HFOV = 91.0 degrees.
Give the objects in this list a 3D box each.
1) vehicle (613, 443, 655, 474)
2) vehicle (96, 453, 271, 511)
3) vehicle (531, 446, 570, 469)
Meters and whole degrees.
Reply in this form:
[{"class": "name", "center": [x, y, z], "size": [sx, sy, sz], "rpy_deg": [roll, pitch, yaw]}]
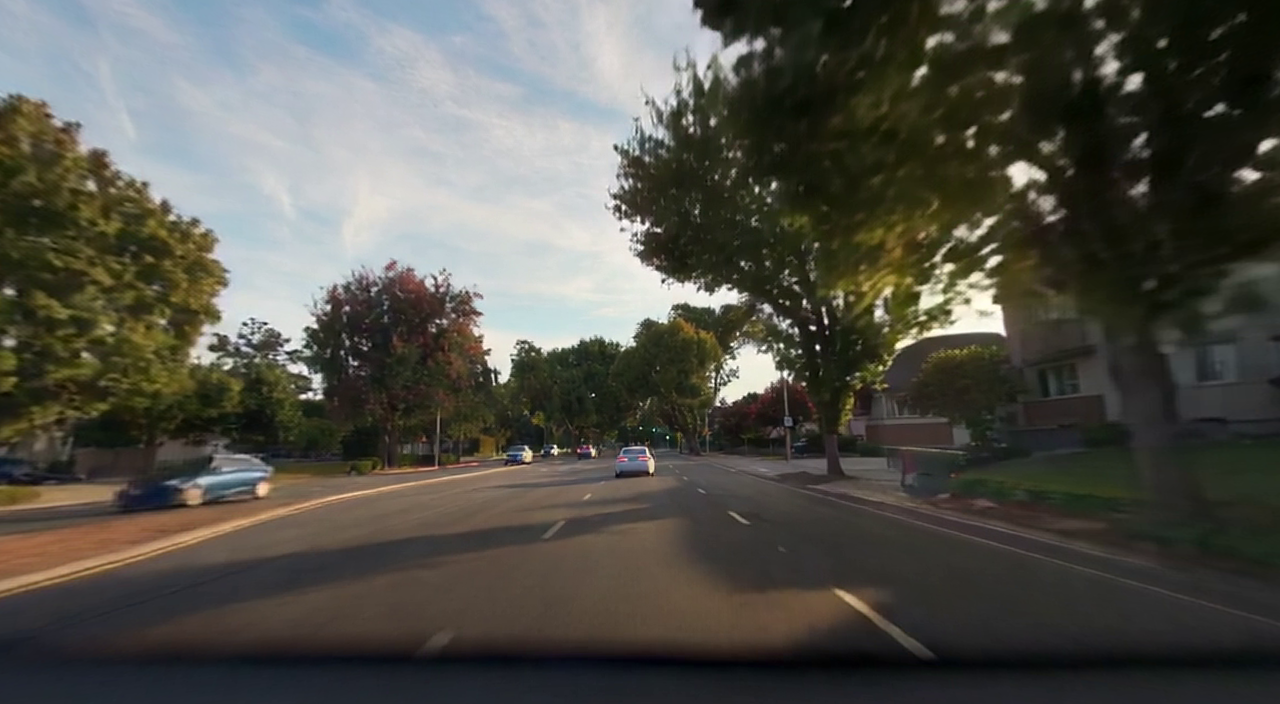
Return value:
[{"class": "vehicle", "center": [-0.248, 5.667, 33.706], "size": [2.106, 1.517, 4.375], "rpy_deg": [0, -9, 1]}, {"class": "vehicle", "center": [-13.772, 3.911, 19.435], "size": [1.949, 1.517, 4.459], "rpy_deg": [0, -9, 1]}, {"class": "vehicle", "center": [-6.039, 7.172, 42.918], "size": [2.014, 1.472, 4.357], "rpy_deg": [0, -9, 0]}]
